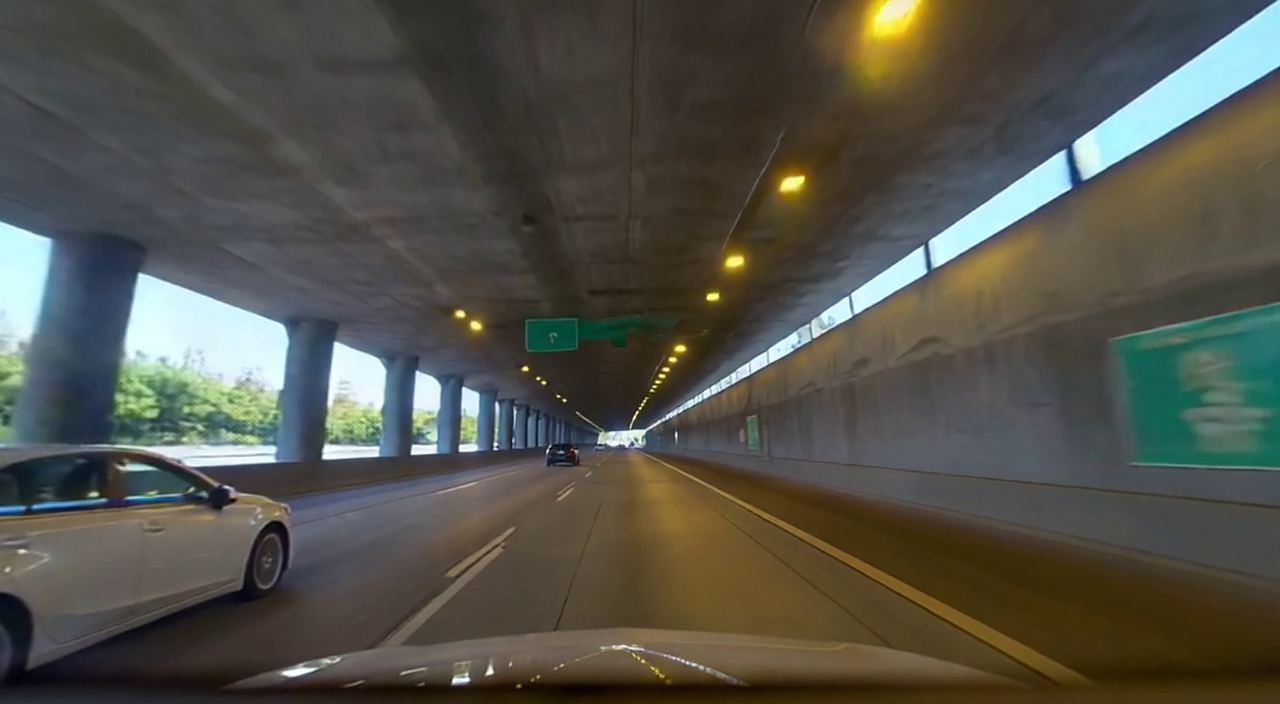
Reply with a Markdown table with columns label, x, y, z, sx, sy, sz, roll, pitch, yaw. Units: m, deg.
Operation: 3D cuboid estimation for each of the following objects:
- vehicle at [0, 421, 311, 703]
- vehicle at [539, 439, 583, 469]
| label | x | y | z | sx | sy | sz | roll | pitch | yaw |
| --- | --- | --- | --- | --- | --- | --- | --- | --- | --- |
| vehicle | -3.955 | 1.144 | 3.570 | 1.885 | 1.424 | 4.230 | -1 | -8 | 0 |
| vehicle | -4.272 | 5.585 | 34.753 | 1.973 | 1.474 | 4.199 | -1 | -8 | -1 |
